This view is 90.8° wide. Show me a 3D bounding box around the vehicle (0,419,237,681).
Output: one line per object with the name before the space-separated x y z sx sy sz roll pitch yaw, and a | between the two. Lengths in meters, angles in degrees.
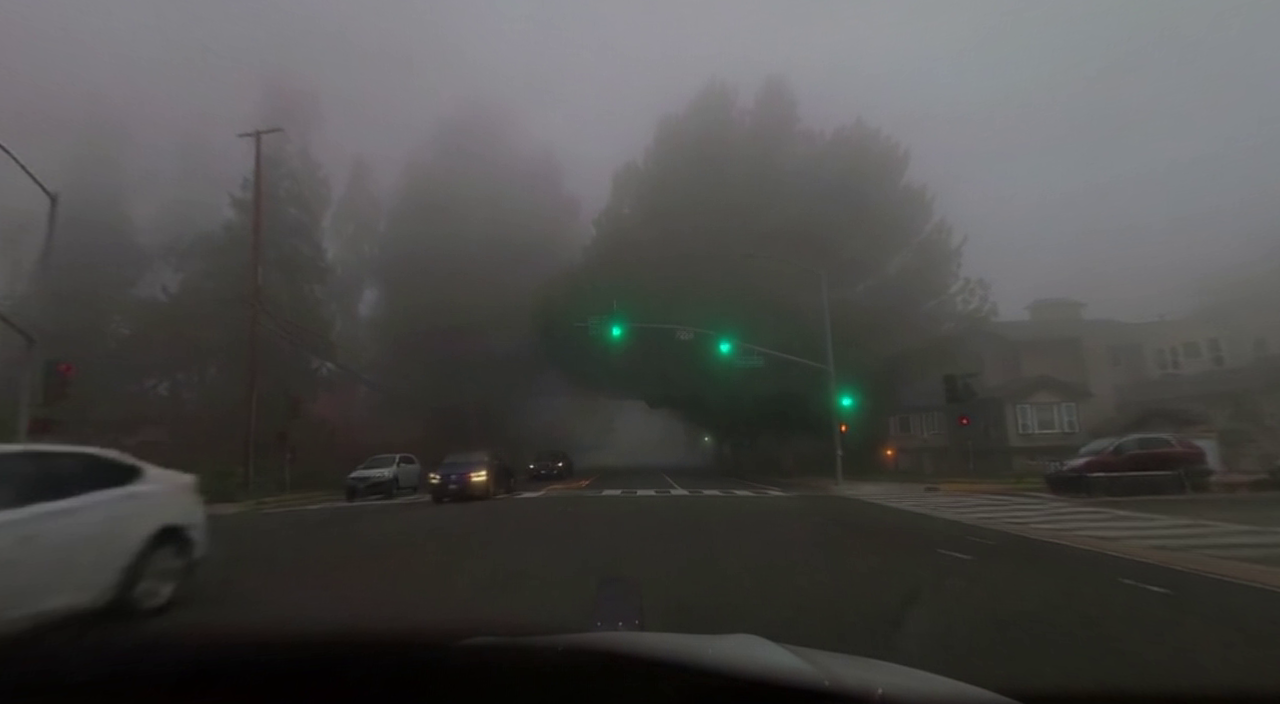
vehicle | -4.615 1.110 3.492 2.003 1.462 4.220 0 -8 -1

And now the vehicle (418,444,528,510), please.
vehicle | -4.603 3.474 18.104 1.999 1.652 3.962 0 -8 1

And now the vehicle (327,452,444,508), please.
vehicle | -8.087 4.064 20.537 1.994 1.542 4.184 0 -8 1

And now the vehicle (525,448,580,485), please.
vehicle | -4.440 5.876 32.736 2.095 1.731 4.462 0 -8 1
